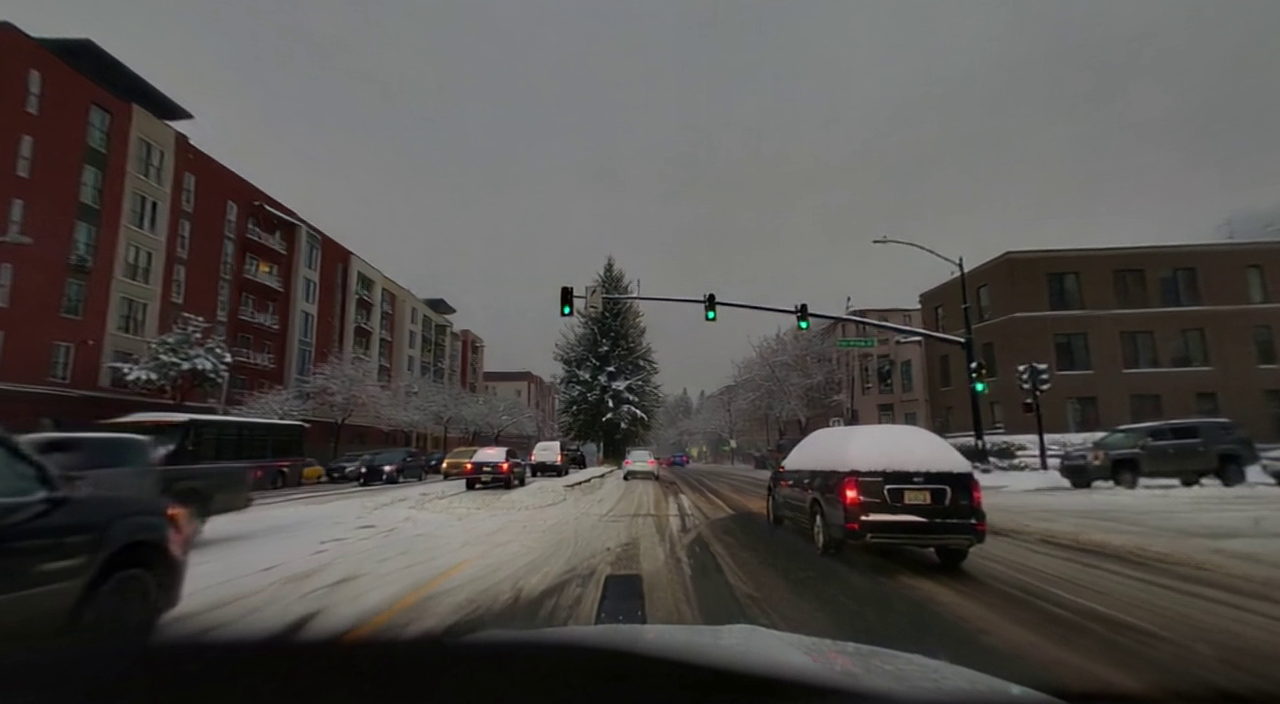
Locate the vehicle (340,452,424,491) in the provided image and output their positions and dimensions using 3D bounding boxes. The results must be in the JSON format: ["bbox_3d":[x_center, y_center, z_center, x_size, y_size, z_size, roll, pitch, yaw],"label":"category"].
[{"bbox_3d":[-11.944,5.513,29.610,2.183,1.630,4.221,0,-9,-1],"label":"vehicle"}]

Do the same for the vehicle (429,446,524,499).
[{"bbox_3d":[-5.582,4.171,22.196,2.062,1.532,4.830,-3,-9,0],"label":"vehicle"}]

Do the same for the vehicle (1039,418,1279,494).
[{"bbox_3d":[15.244,2.975,18.283,5.888,1.985,2.357,0,-9,-6],"label":"vehicle"}]

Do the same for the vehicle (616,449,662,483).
[{"bbox_3d":[-0.062,5.495,30.660,2.059,1.492,4.033,0,-9,-1],"label":"vehicle"}]

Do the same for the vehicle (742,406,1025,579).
[{"bbox_3d":[3.054,1.888,9.334,2.129,1.844,4.767,0,-9,-2],"label":"vehicle"}]

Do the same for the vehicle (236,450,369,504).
[{"bbox_3d":[-11.796,4.357,22.586,2.001,1.638,4.980,-1,-9,0],"label":"vehicle"}]

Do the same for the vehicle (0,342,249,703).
[{"bbox_3d":[-4.111,1.044,3.559,2.031,1.873,4.581,2,-9,-17],"label":"vehicle"}]

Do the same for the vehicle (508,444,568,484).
[{"bbox_3d":[-5.030,5.593,31.904,2.275,1.816,4.923,0,-9,-1],"label":"vehicle"}]
